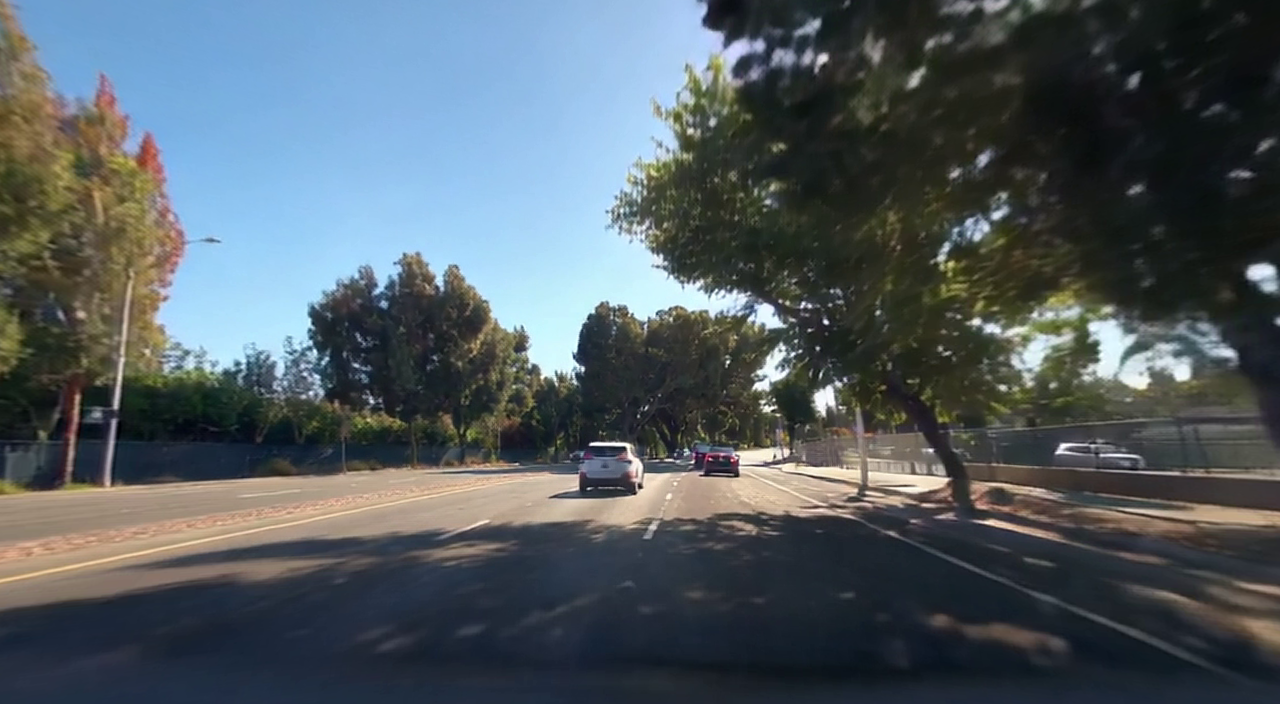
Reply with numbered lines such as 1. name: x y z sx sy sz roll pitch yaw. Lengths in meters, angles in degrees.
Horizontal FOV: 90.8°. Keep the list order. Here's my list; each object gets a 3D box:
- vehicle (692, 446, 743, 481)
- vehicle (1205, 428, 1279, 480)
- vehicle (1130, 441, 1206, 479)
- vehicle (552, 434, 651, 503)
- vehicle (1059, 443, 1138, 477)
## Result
1. vehicle: 3.541 5.123 29.312 2.147 1.474 4.083 -1 -9 6
2. vehicle: 24.852 4.168 25.806 2.122 1.848 4.881 -14 -15 43
3. vehicle: 23.442 4.750 27.984 2.039 1.440 4.655 -13 -14 43
4. vehicle: -0.919 3.257 18.096 2.105 1.676 4.541 -1 -9 6
5. vehicle: 21.458 4.996 29.506 4.404 1.469 1.947 8 -11 -41
